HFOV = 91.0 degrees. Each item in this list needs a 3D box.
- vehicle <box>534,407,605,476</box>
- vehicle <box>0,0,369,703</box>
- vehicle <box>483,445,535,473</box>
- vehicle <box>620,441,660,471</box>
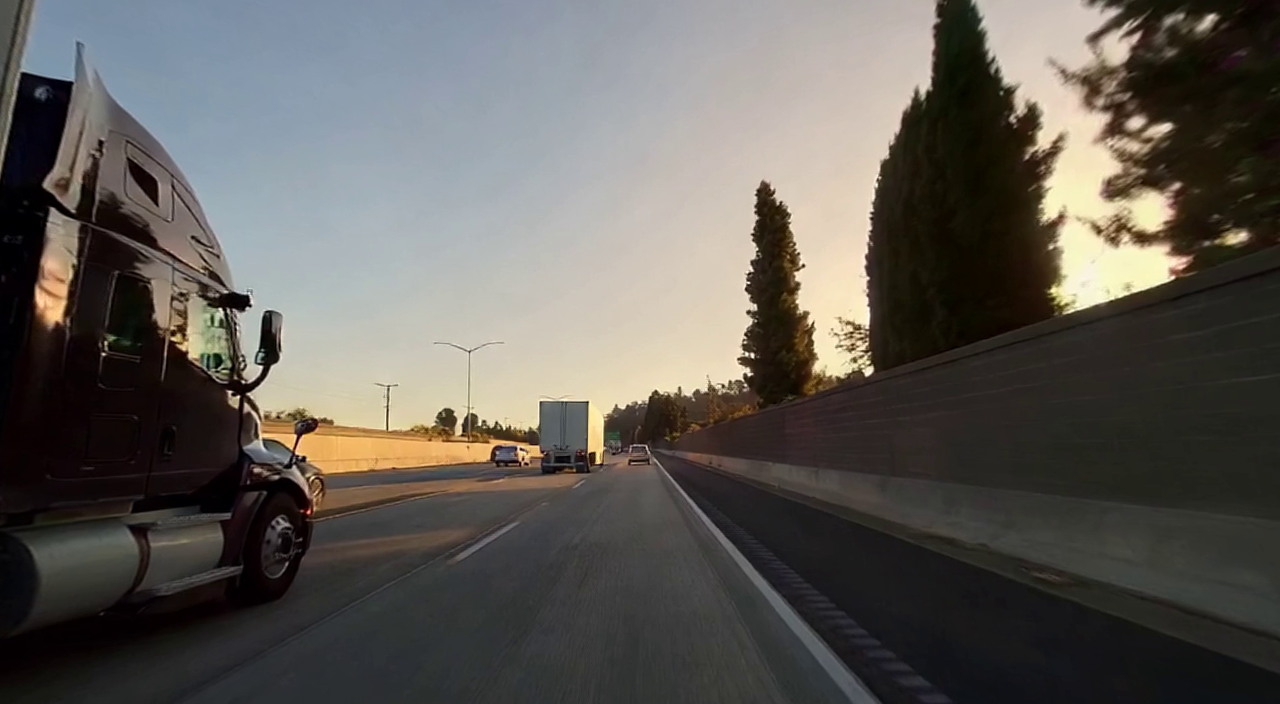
[{"bbox_3d":[-3.730,5.088,35.641,2.956,3.331,9.575,0,-9,0],"label":"vehicle"},{"bbox_3d":[-3.793,-0.107,0.268,3.025,3.266,9.256,0,-9,1],"label":"vehicle"},{"bbox_3d":[-7.246,5.945,35.188,1.962,1.489,4.002,0,-9,1],"label":"vehicle"},{"bbox_3d":[0.031,6.014,36.674,2.178,1.640,4.071,0,-9,1],"label":"vehicle"}]
